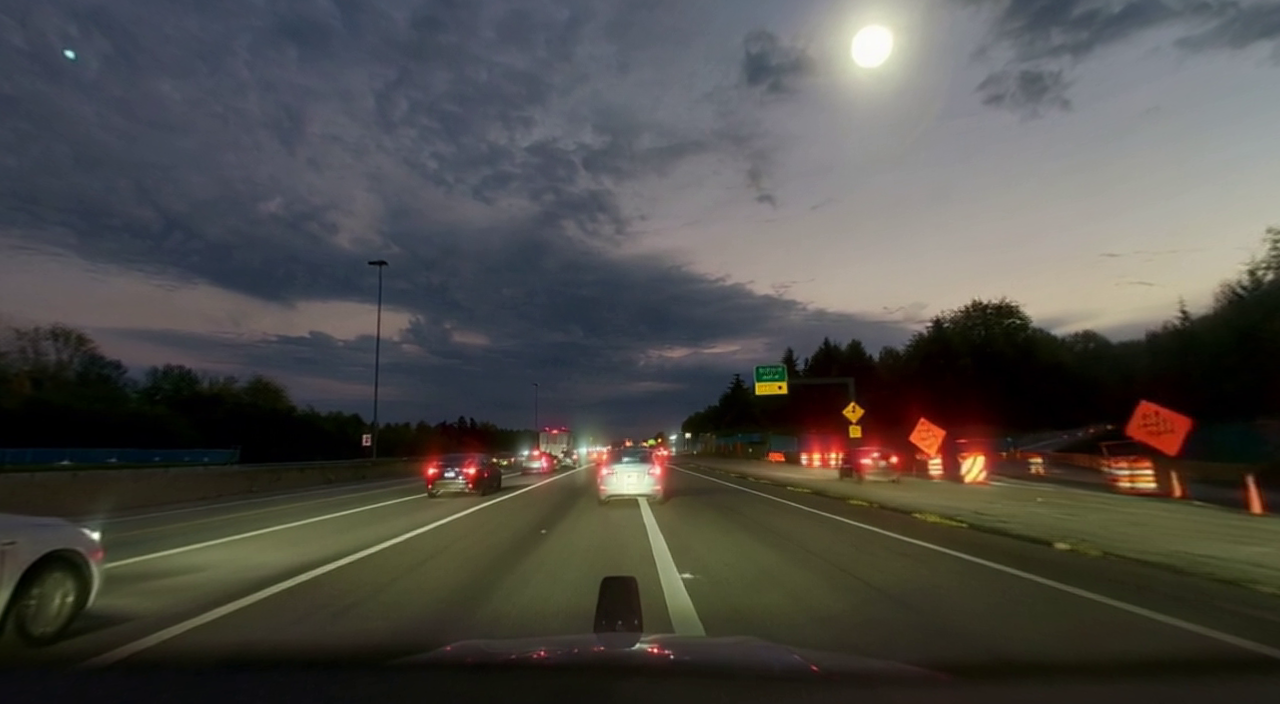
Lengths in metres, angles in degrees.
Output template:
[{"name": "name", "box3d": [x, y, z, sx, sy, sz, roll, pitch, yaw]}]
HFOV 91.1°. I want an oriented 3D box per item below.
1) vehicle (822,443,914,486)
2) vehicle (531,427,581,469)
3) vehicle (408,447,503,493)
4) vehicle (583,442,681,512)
[{"name": "vehicle", "box3d": [8.445, 4.170, 23.662, 1.871, 1.460, 3.754, 0, -9, -3]}, {"name": "vehicle", "box3d": [-5.647, 6.589, 43.184, 2.326, 2.645, 6.249, -1, -9, 2]}, {"name": "vehicle", "box3d": [-6.273, 4.048, 21.888, 2.063, 1.417, 4.000, 0, -9, 0]}, {"name": "vehicle", "box3d": [-0.228, 2.932, 15.188, 2.080, 1.451, 3.512, 0, -9, -2]}]
